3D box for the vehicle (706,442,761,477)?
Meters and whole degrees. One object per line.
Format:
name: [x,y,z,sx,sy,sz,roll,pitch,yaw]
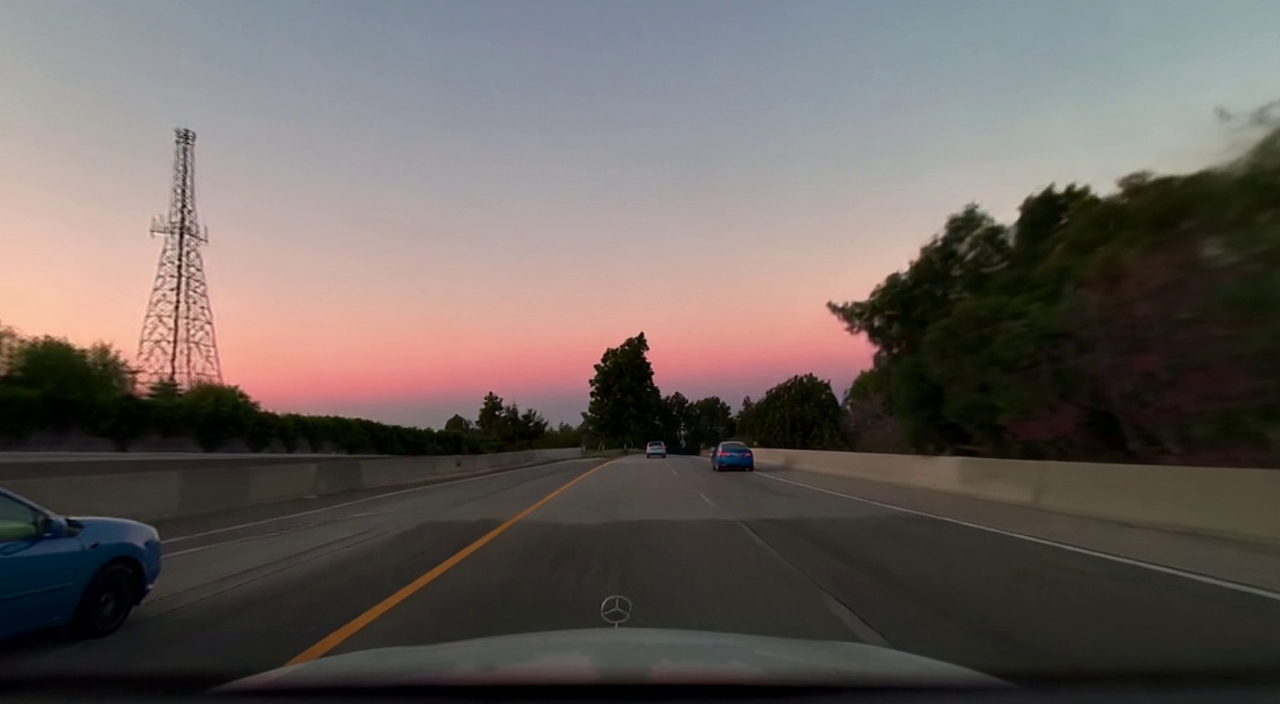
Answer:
vehicle: [4.383,5.085,30.225,2.030,1.526,4.165,0,-8,0]
